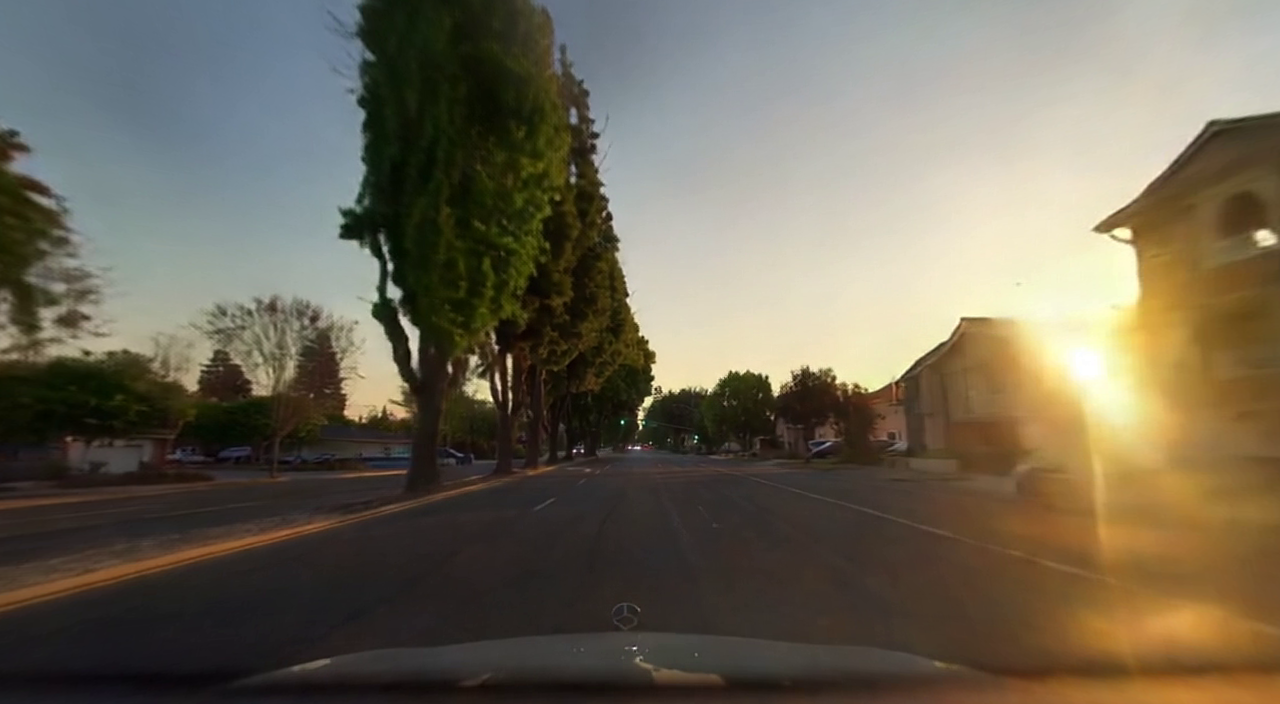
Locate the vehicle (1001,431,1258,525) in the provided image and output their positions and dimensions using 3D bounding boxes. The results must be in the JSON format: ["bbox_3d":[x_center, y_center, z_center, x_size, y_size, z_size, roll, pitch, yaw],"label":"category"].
[{"bbox_3d":[10.374,2.672,14.034,2.044,1.705,4.668,0,-9,2],"label":"vehicle"}]
